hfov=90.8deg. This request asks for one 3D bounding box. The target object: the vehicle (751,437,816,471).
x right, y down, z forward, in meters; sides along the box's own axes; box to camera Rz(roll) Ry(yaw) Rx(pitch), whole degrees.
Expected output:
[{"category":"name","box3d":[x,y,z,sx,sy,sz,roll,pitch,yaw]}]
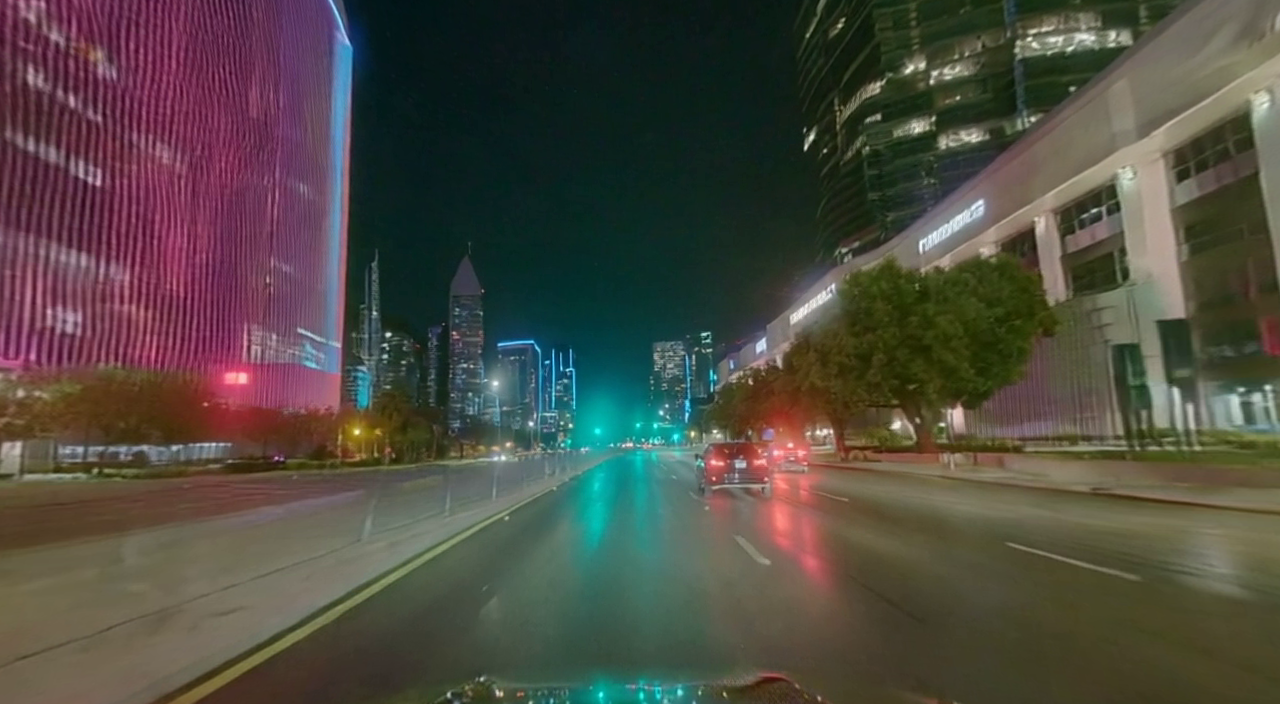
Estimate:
[{"category":"vehicle","box3d":[6.315,4.535,28.269,1.912,1.411,4.380,0,-8,0]}]

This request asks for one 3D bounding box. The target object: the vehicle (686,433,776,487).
[{"category":"vehicle","box3d":[2.723,3.363,20.040,2.131,1.491,4.496,0,-8,-1]}]
